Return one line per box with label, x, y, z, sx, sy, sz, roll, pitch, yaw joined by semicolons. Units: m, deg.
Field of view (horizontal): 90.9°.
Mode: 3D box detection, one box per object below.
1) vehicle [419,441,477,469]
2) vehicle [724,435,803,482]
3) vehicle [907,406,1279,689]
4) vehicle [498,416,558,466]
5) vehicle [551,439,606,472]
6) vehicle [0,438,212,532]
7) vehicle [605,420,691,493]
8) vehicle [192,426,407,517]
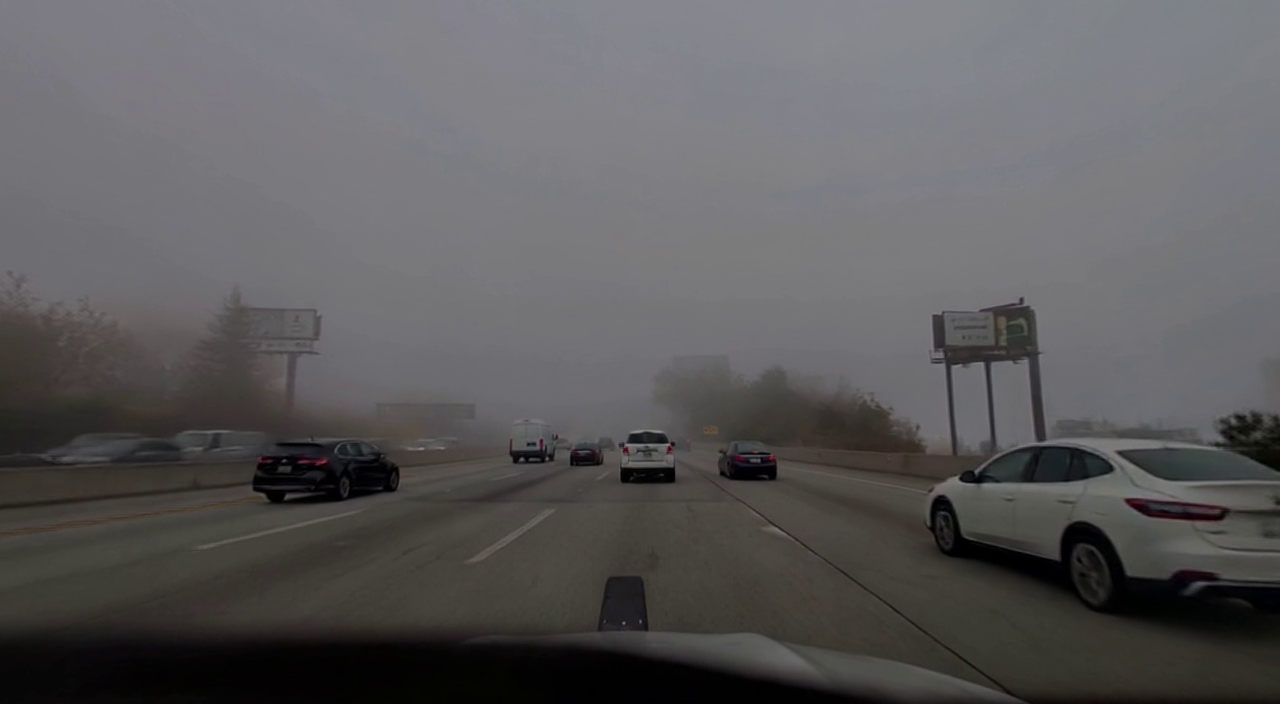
vehicle;-10.659;5.747;35.324;1.923;1.480;3.905;0;-8;1
vehicle;4.278;3.758;22.559;1.942;1.487;4.518;0;-8;0
vehicle;4.324;1.357;5.614;1.915;1.482;4.537;0;-8;0
vehicle;-6.791;5.545;39.295;2.358;2.817;7.055;0;-8;1
vehicle;-2.975;5.105;31.488;2.079;1.499;4.512;0;-8;2
vehicle;-10.828;2.395;12.079;1.970;1.441;4.555;0;-8;2
vehicle;0.253;3.024;18.651;2.209;1.863;4.626;0;-8;1
vehicle;-6.982;2.476;13.630;2.021;1.632;4.417;0;-8;2
